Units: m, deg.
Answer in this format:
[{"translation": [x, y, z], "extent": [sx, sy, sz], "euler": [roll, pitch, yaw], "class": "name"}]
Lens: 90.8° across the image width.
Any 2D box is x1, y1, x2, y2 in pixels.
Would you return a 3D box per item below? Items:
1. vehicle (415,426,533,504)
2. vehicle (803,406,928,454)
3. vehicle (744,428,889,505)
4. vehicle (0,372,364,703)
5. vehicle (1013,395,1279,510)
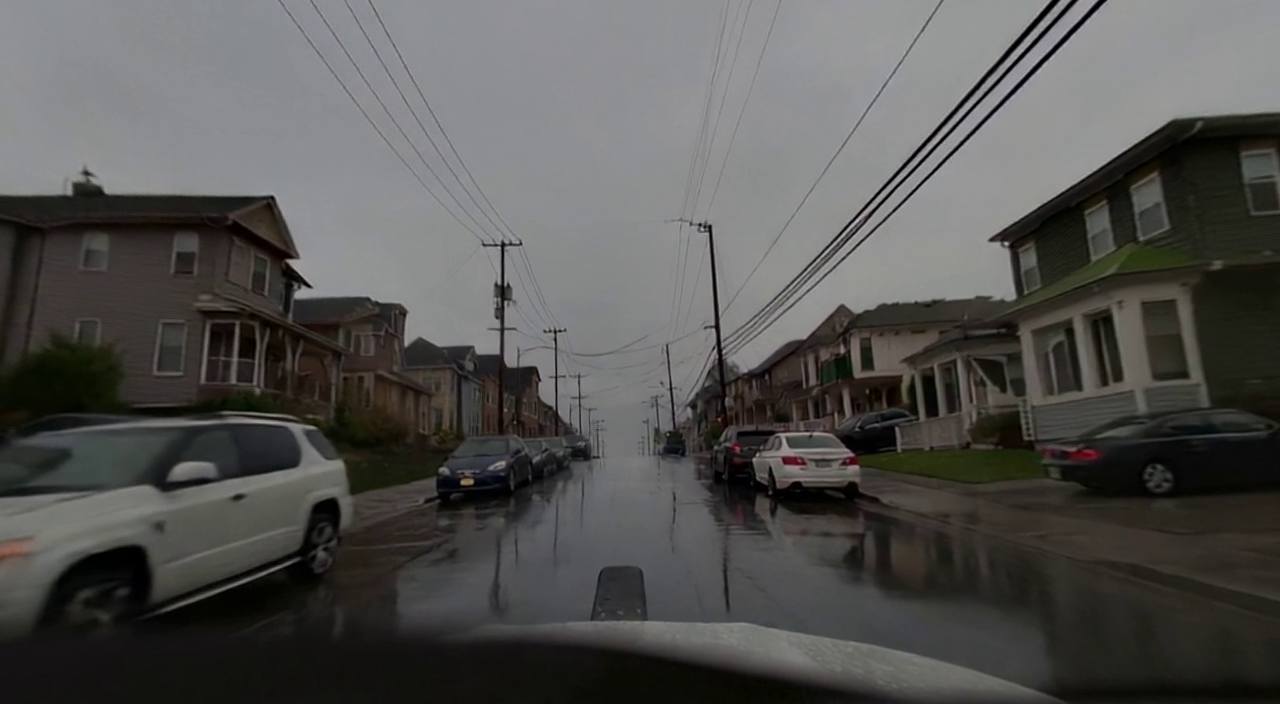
[{"translation": [-4.358, 3.081, 17.371], "extent": [2.031, 1.708, 4.746], "euler": [-3, -10, -1], "class": "vehicle"}, {"translation": [8.836, 3.101, 25.054], "extent": [4.170, 1.811, 1.978], "euler": [0, -9, -1], "class": "vehicle"}, {"translation": [3.625, 2.451, 13.928], "extent": [2.083, 1.407, 4.506], "euler": [-1, -9, 3], "class": "vehicle"}, {"translation": [-4.067, 1.227, 4.624], "extent": [2.030, 1.733, 4.925], "euler": [-3, -7, -2], "class": "vehicle"}, {"translation": [9.089, 1.549, 10.157], "extent": [4.881, 1.513, 2.008], "euler": [-2, -8, -3], "class": "vehicle"}]
